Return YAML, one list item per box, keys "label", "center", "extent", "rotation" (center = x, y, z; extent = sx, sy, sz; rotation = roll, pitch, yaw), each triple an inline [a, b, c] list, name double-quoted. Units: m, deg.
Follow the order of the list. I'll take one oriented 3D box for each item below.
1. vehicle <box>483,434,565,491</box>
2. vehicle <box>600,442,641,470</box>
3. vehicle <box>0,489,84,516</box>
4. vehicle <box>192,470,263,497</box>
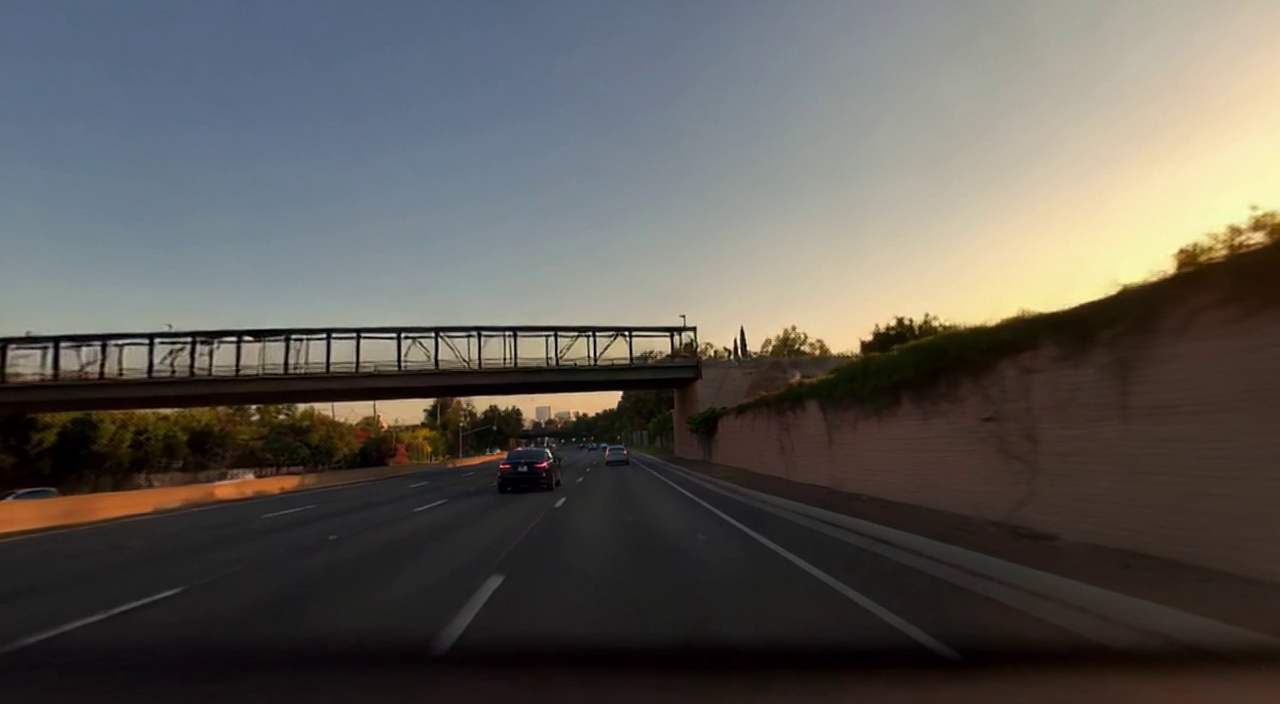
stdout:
- label: "vehicle"
  center: [-3.957, 3.852, 22.406]
  extent: [2.223, 1.771, 4.581]
  rotation: [0, -9, -3]
- label: "vehicle"
  center: [-1.210, 6.010, 36.676]
  extent: [2.205, 1.509, 4.272]
  rotation: [0, -9, -4]
- label: "vehicle"
  center: [-42.811, 10.615, 44.540]
  extent: [5.045, 1.667, 2.174]
  rotation: [0, -8, 0]
- label: "vehicle"
  center: [-26.554, 8.432, 40.845]
  extent: [1.803, 1.477, 4.187]
  rotation: [0, -9, -2]
